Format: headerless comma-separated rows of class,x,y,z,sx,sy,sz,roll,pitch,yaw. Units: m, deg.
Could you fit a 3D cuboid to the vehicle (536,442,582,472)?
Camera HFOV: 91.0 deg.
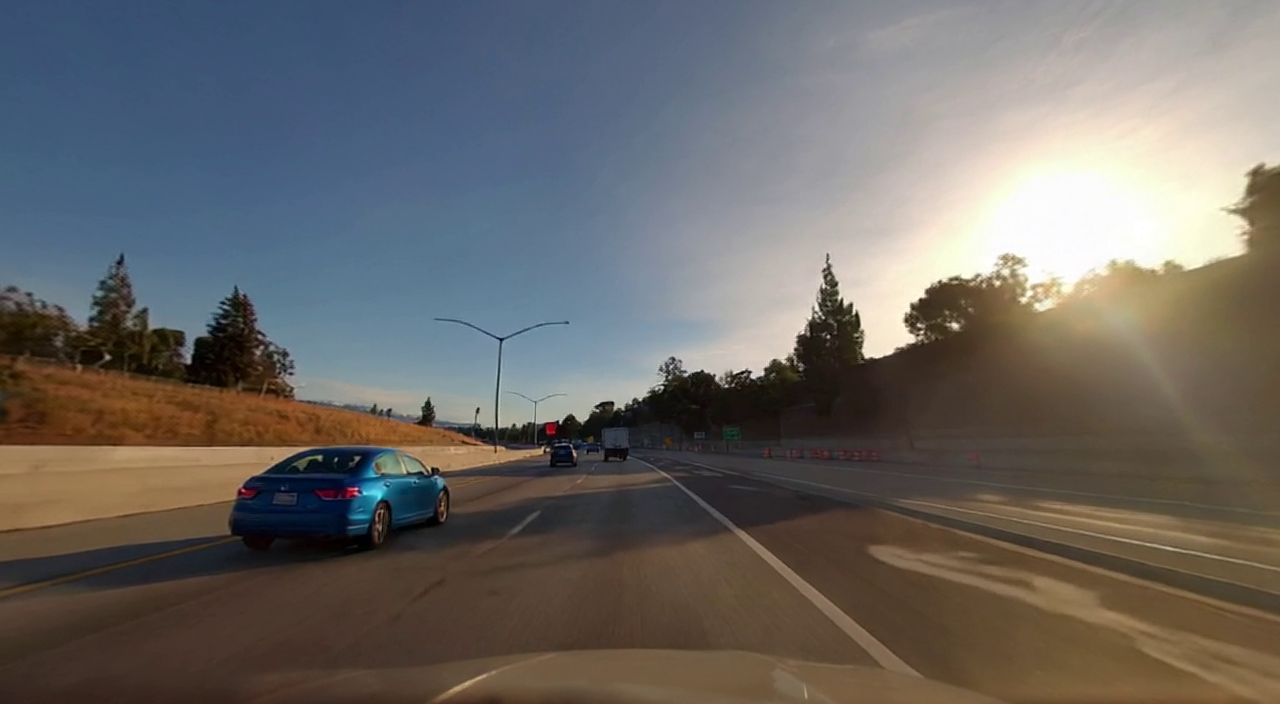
vehicle,-4.154,5.440,32.770,1.965,1.459,4.145,0,-9,-2

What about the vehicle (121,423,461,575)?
vehicle,-4.164,1.829,8.695,2.012,1.510,4.672,0,-9,0
